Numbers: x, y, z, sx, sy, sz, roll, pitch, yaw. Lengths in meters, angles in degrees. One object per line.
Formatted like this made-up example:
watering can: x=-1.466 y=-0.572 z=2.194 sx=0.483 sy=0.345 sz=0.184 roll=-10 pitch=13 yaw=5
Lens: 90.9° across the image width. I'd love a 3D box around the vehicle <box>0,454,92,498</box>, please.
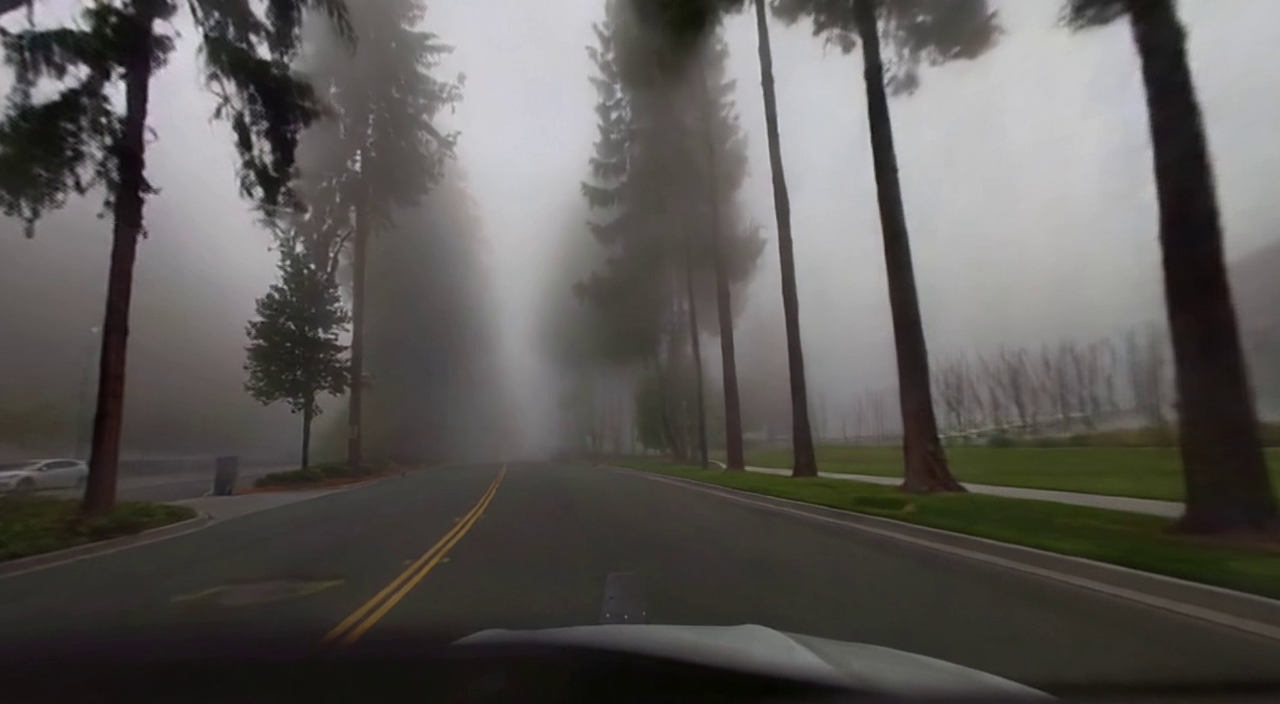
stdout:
vehicle: x=-26.432 y=5.272 z=27.197 sx=1.929 sy=1.650 sz=4.638 roll=1 pitch=-9 yaw=-9
